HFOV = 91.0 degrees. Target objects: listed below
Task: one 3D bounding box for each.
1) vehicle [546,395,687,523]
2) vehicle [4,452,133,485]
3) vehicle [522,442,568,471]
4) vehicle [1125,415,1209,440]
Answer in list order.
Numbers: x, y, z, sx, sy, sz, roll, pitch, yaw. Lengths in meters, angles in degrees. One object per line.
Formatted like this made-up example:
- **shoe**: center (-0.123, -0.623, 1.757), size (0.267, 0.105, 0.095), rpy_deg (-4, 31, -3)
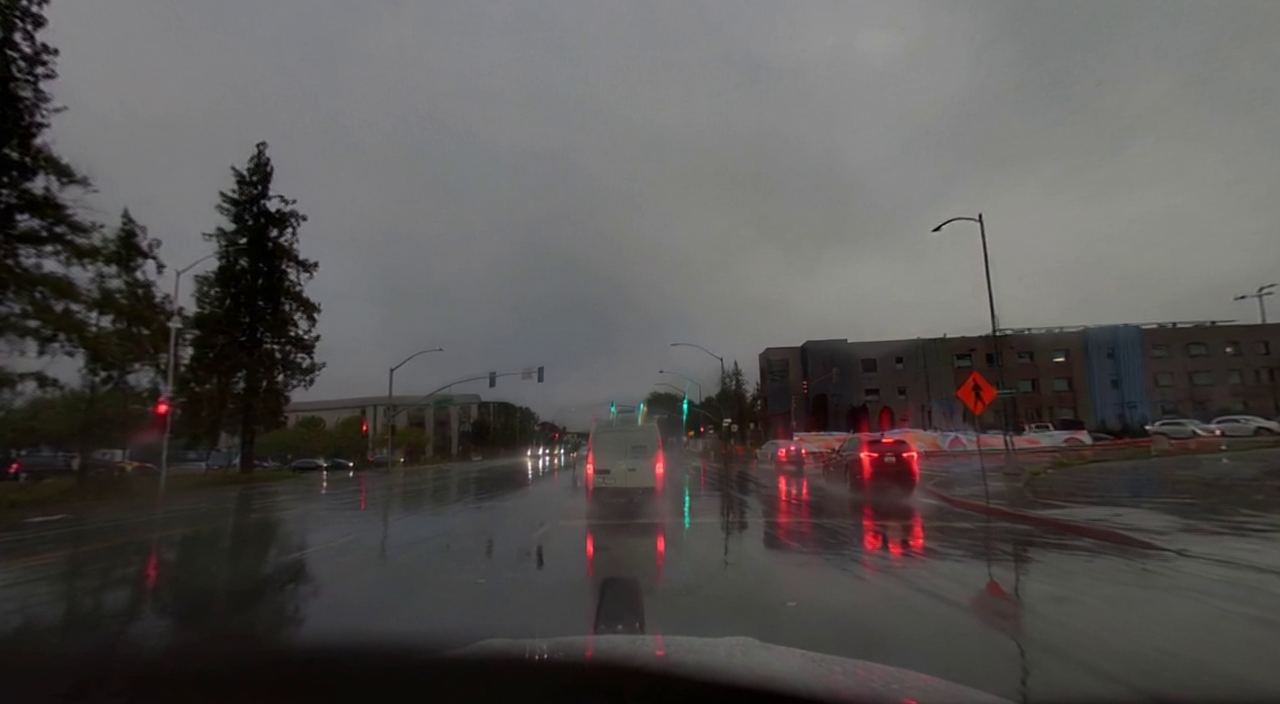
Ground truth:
- **vehicle**: center (-0.451, 2.222, 13.479), size (2.350, 2.122, 5.801), rpy_deg (0, -8, -1)
- **vehicle**: center (-36.222, 7.386, 40.033), size (5.755, 1.945, 2.403), rpy_deg (0, -8, -1)
- **vehicle**: center (-6.028, 6.657, 40.416), size (2.068, 1.750, 4.361), rpy_deg (-1, -8, 3)
- **vehicle**: center (39.311, 5.622, 47.113), size (4.556, 1.639, 2.002), rpy_deg (-2, -8, 34)
